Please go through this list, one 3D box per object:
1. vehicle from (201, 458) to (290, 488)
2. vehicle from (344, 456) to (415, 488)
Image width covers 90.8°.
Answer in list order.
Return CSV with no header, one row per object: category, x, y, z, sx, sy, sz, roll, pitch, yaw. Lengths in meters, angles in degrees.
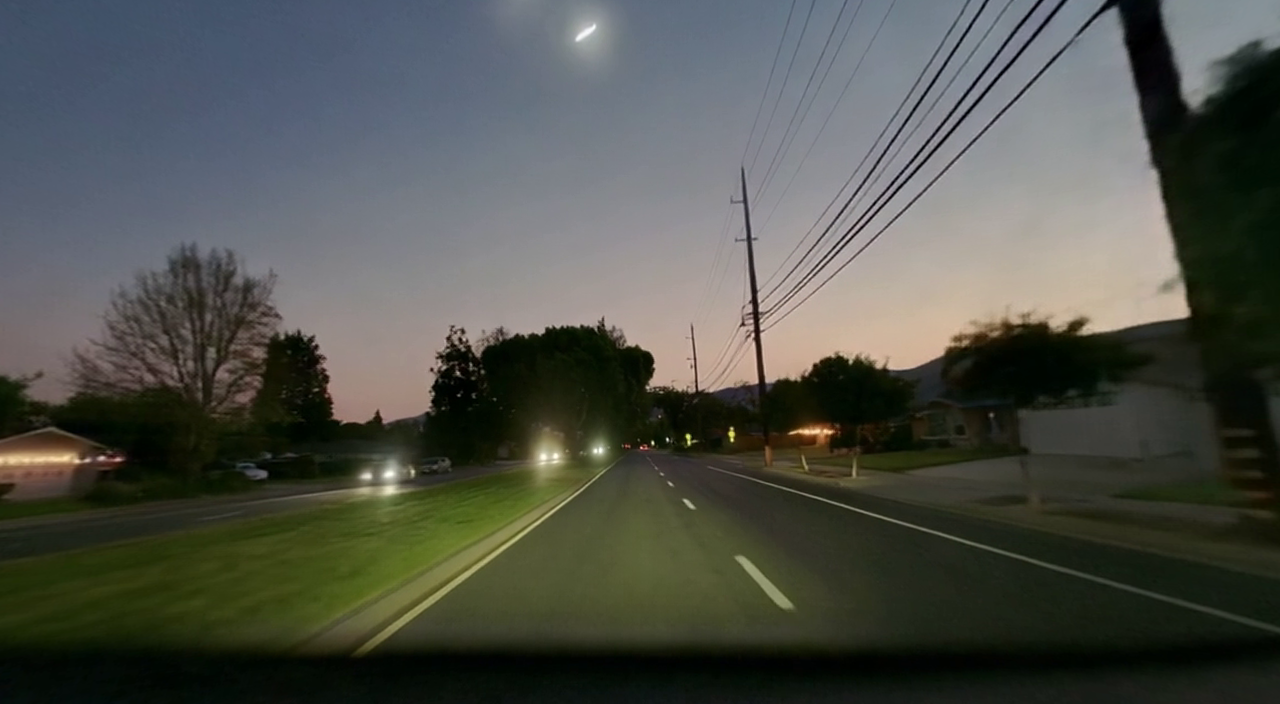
vehicle,-27.656,8.472,44.403,4.922,1.669,2.034,-4,-9,-4
vehicle,-13.489,6.215,33.030,1.897,1.451,4.298,-2,-9,0
